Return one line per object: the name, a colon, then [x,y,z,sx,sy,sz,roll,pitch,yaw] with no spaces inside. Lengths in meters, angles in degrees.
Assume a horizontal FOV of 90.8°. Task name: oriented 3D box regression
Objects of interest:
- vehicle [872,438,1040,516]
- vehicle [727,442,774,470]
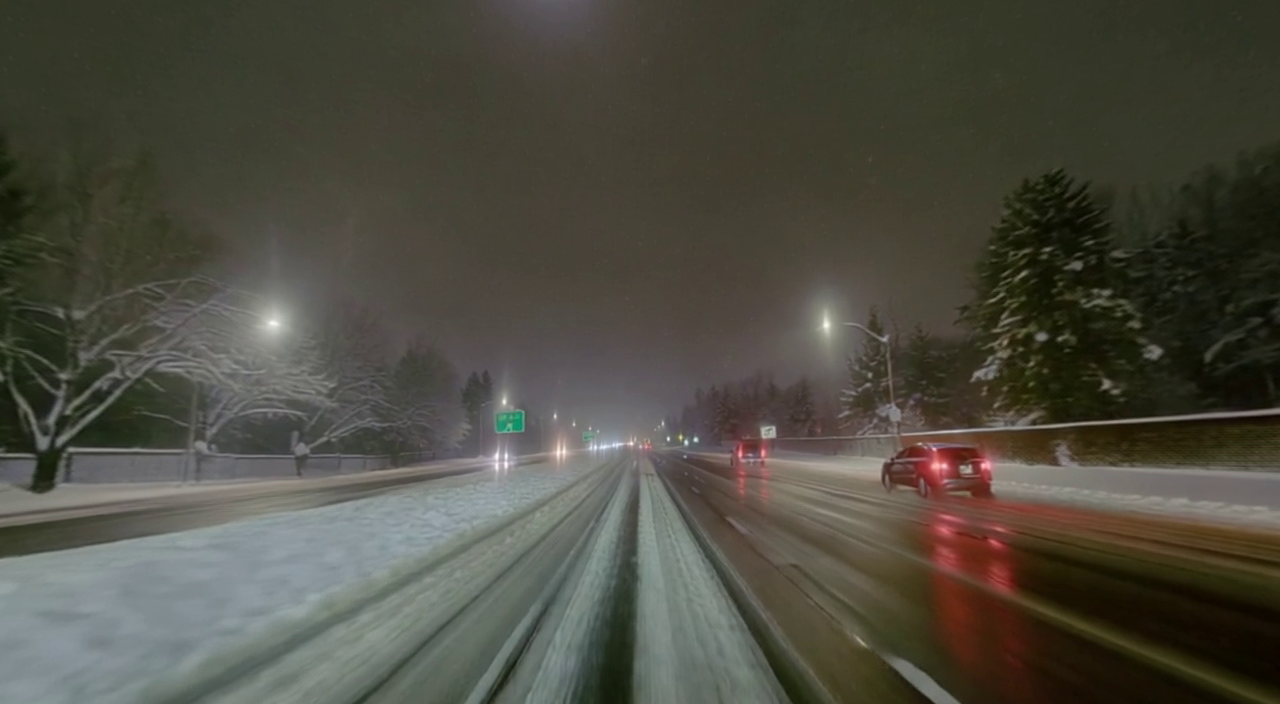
vehicle: [6.885,2.720,14.280,1.838,1.518,3.713,0,-8,-1]
vehicle: [6.674,6.340,38.717,1.987,1.597,4.463,0,-8,-1]
